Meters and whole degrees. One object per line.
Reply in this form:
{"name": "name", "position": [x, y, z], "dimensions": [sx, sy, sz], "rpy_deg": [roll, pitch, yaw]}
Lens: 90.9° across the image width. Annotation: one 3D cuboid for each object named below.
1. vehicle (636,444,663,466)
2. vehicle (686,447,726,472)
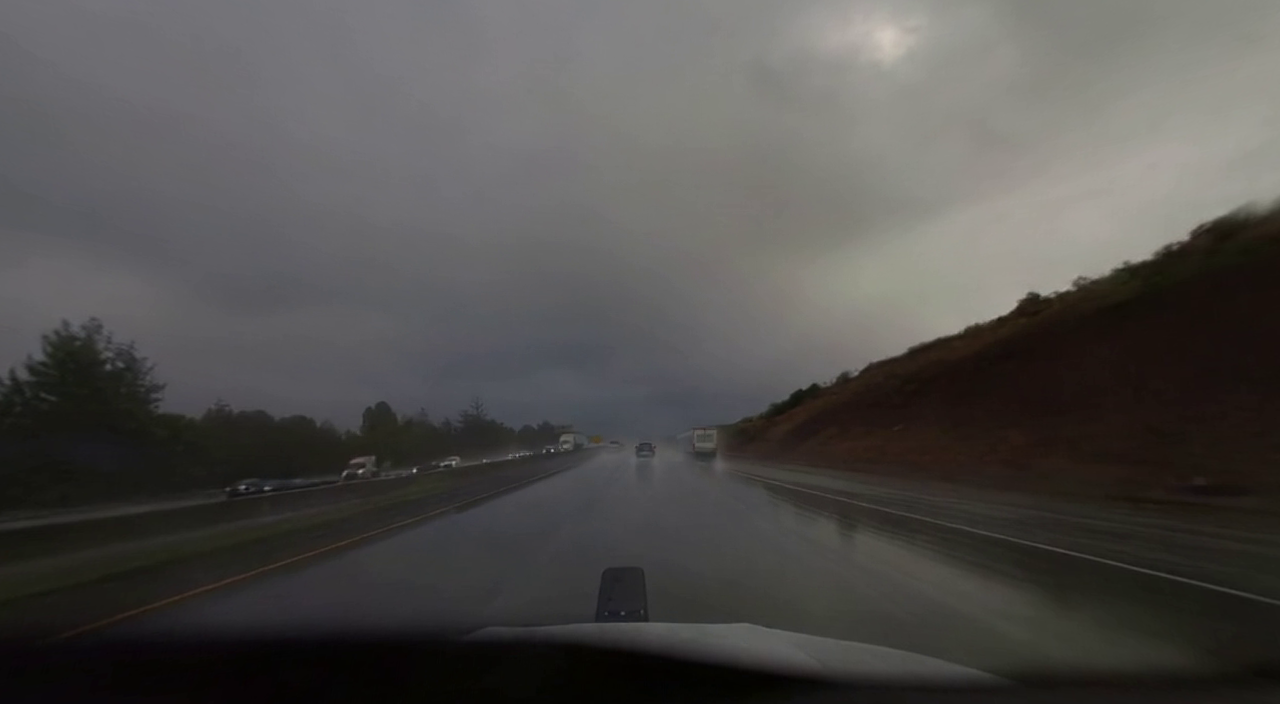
{"name": "vehicle", "position": [0.700, 8.068, 49.534], "dimensions": [1.986, 1.576, 4.312], "rpy_deg": [0, -8, 0]}
{"name": "vehicle", "position": [3.870, 6.377, 37.646], "dimensions": [1.976, 1.352, 3.602], "rpy_deg": [0, -8, 0]}
